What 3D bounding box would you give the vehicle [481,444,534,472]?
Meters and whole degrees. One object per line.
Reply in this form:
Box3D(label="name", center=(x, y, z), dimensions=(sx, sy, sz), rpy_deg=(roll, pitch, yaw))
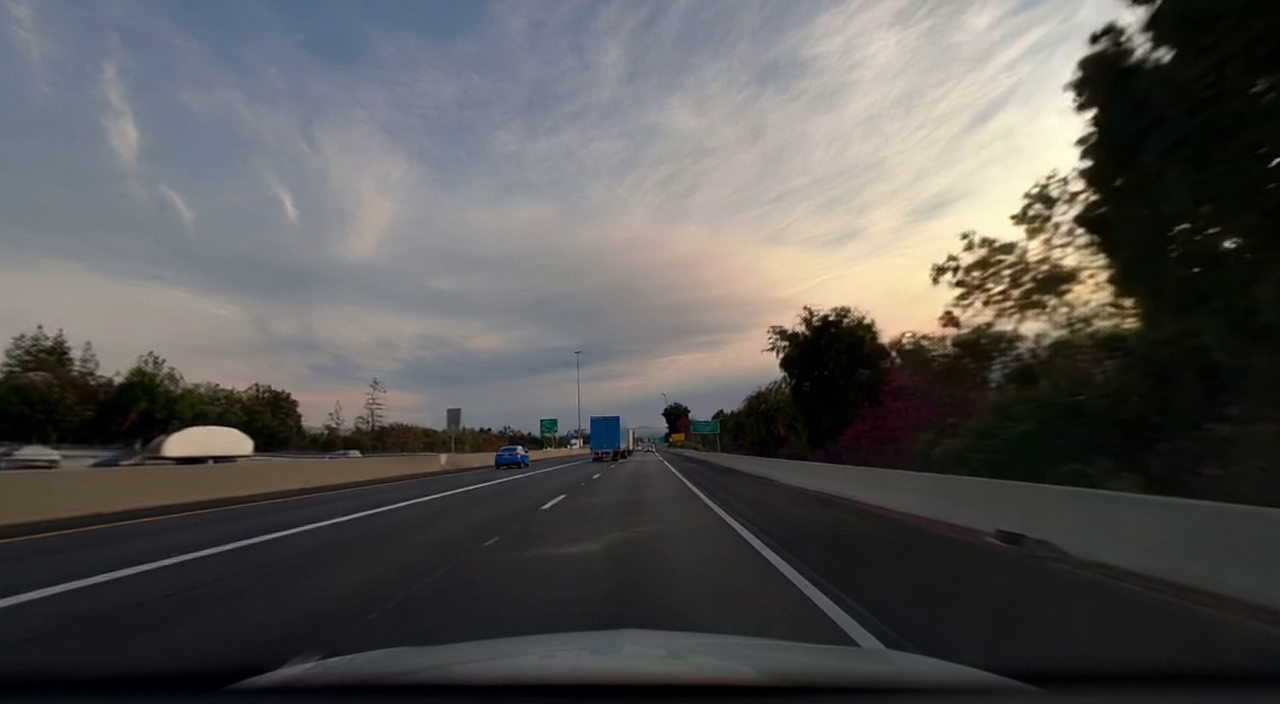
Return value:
Box3D(label="vehicle", center=(-7.501, 6.039, 36.009), dimensions=(1.901, 1.467, 4.629), rpy_deg=(0, -8, 2))
